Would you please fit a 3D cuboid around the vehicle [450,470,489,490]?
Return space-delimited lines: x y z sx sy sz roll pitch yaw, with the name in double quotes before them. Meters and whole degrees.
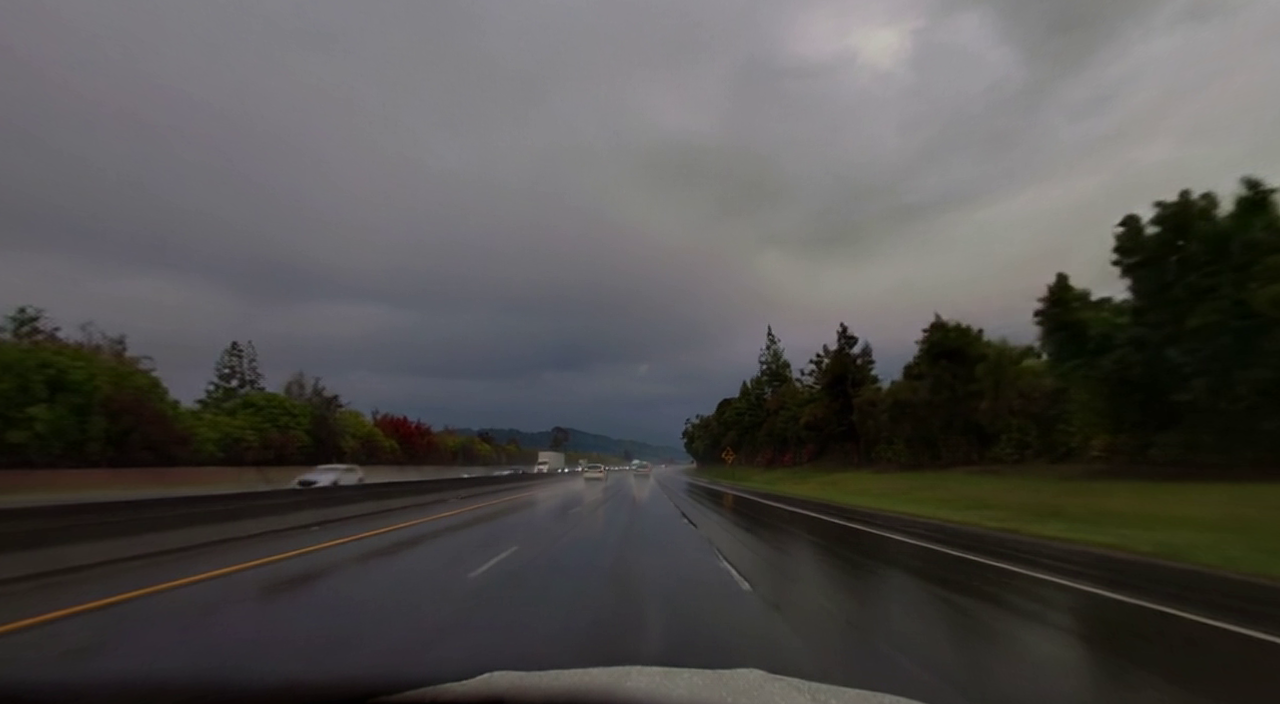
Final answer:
"vehicle" -12.624 9.507 46.926 1.660 1.407 4.064 1 -11 1

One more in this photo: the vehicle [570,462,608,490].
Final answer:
"vehicle" -3.549 8.801 44.839 2.233 1.791 4.981 1 -11 0

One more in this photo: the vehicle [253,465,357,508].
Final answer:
"vehicle" -12.610 5.088 24.026 1.839 1.462 3.751 1 -11 0
